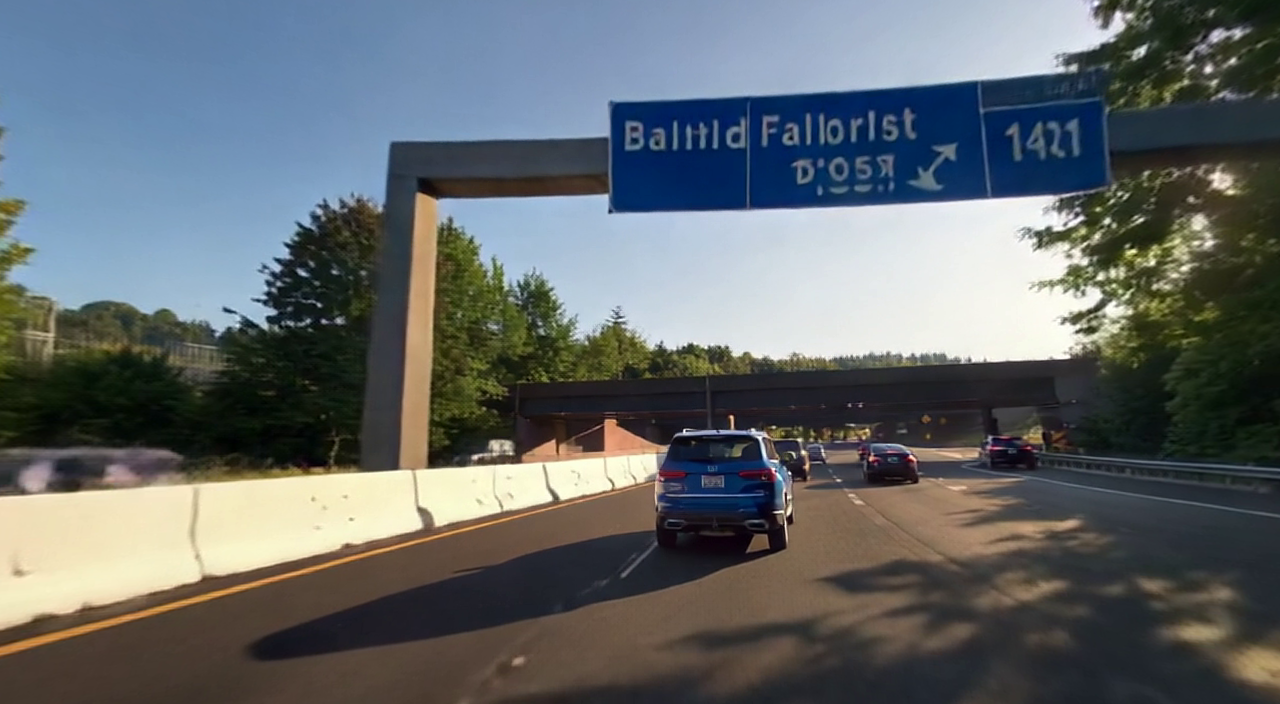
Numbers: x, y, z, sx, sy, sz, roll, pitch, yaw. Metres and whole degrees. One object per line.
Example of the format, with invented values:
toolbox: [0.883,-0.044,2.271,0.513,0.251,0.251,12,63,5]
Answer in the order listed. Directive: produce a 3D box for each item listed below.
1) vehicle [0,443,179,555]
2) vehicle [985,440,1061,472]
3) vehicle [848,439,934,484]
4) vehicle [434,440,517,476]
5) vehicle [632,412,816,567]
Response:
vehicle: [-9.955,2.191,9.613,1.917,1.566,4.370,-2,-9,14]
vehicle: [19.149,5.183,31.699,1.990,1.478,4.475,-2,-9,14]
vehicle: [8.944,3.914,22.840,1.962,1.442,4.536,-2,-8,10]
vehicle: [-8.471,5.492,32.994,1.989,1.703,4.959,-2,-9,14]
vehicle: [1.392,1.785,8.973,2.021,1.635,4.085,-2,-9,14]
